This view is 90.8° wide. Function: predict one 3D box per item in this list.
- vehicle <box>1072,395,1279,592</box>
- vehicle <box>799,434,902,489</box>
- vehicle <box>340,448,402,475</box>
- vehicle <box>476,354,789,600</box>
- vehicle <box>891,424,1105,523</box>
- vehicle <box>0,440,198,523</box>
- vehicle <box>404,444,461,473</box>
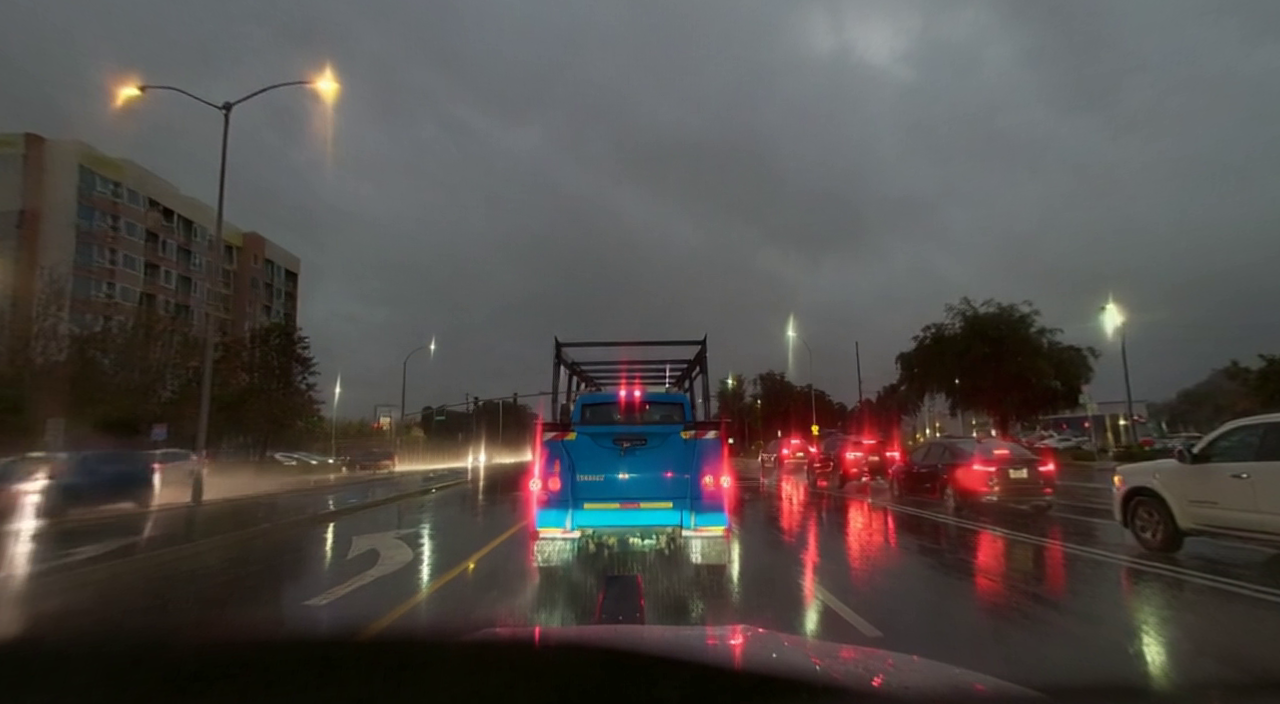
[{"bbox_3d":[6.822,1.342,6.128,2.023,1.771,4.488,0,-9,0],"label":"vehicle"},{"bbox_3d":[7.073,3.722,21.787,1.953,1.665,4.327,0,-9,-2],"label":"vehicle"},{"bbox_3d":[-16.044,6.530,37.888,1.805,1.466,4.341,0,-9,0],"label":"vehicle"},{"bbox_3d":[-0.106,1.490,8.387,2.682,2.117,5.706,0,-9,-1],"label":"vehicle"},{"bbox_3d":[7.069,2.436,13.149,1.931,1.692,4.267,0,-9,0],"label":"vehicle"},{"bbox_3d":[-11.985,2.752,13.914,1.781,1.558,3.688,0,-9,0],"label":"vehicle"},{"bbox_3d":[-12.515,6.423,38.366,1.928,1.591,4.509,0,-9,0],"label":"vehicle"}]
